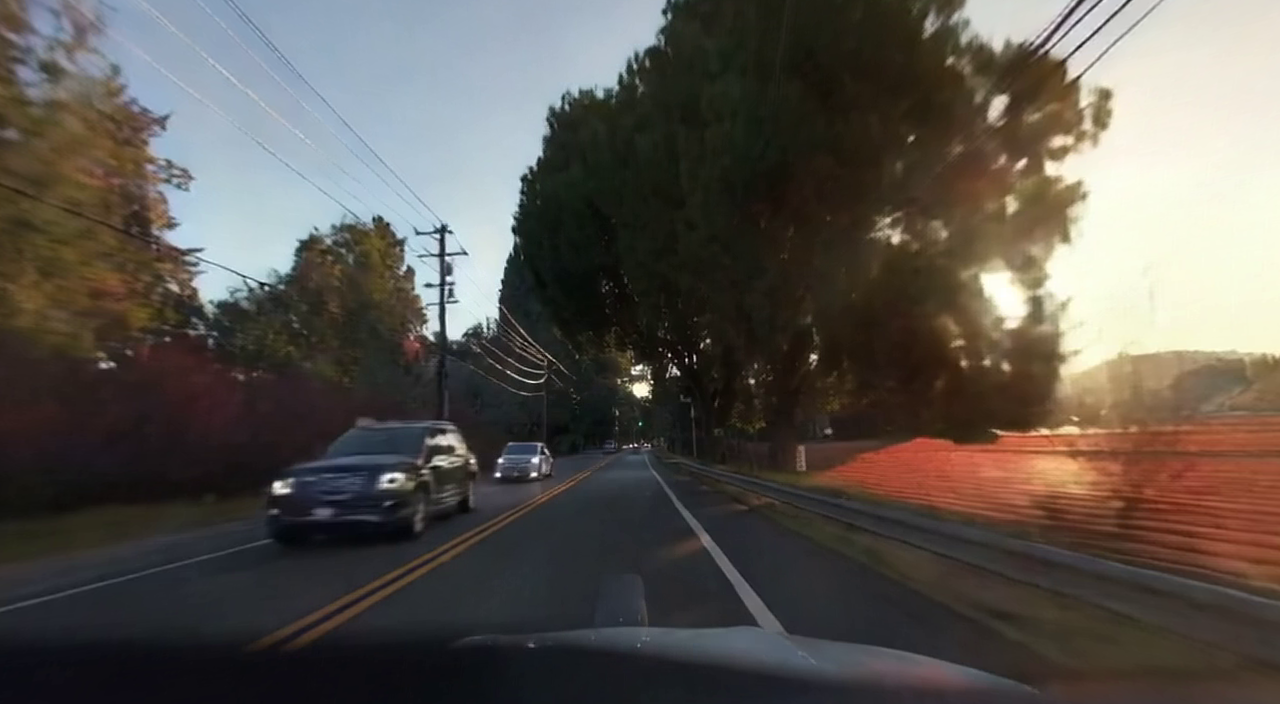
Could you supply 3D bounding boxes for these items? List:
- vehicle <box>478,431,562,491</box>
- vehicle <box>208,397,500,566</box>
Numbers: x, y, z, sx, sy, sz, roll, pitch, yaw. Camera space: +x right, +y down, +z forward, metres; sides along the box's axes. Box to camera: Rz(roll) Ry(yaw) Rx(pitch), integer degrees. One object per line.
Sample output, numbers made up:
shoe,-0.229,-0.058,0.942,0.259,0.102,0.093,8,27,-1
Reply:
vehicle,-4.770,4.358,25.917,2.549,2.028,5.180,-3,-7,-2
vehicle,-4.705,2.209,12.028,2.762,2.167,6.359,-3,-7,-2
